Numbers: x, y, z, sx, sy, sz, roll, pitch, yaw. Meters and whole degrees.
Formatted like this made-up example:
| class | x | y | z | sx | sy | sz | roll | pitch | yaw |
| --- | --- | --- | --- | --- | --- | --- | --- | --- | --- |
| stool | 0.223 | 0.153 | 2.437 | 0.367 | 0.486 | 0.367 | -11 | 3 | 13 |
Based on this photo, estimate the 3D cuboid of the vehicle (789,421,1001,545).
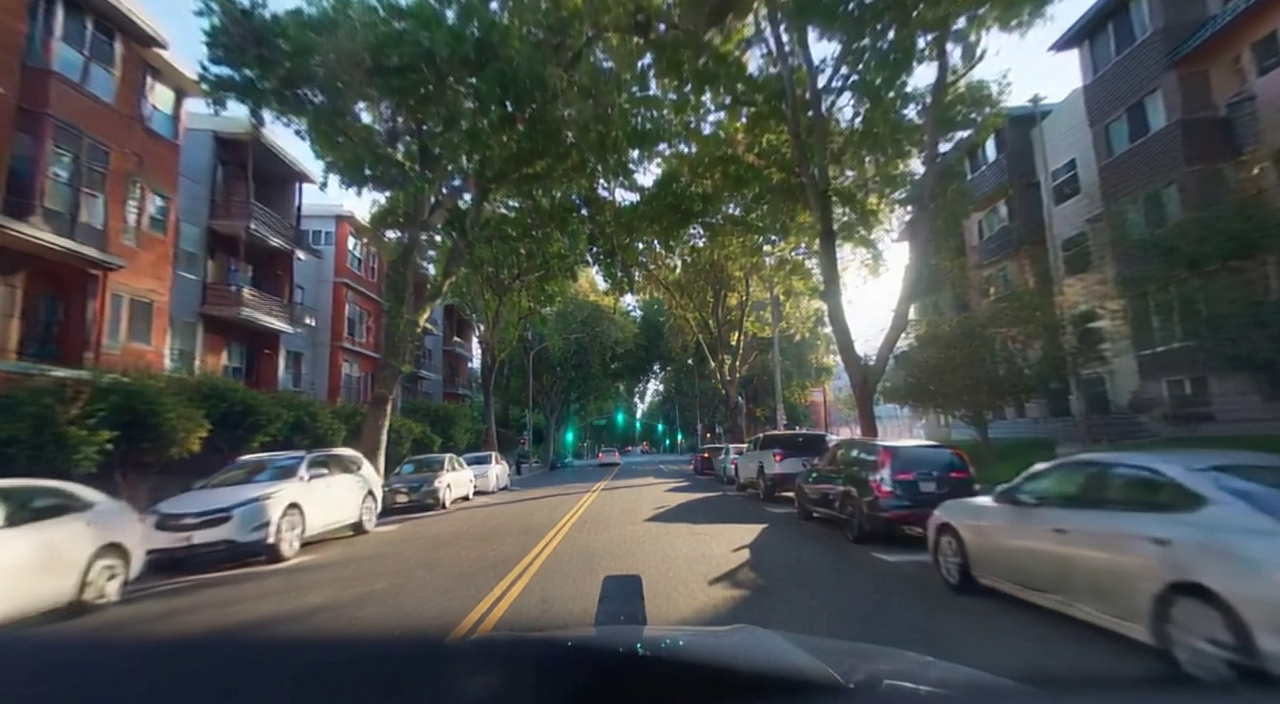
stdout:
| class | x | y | z | sx | sy | sz | roll | pitch | yaw |
| --- | --- | --- | --- | --- | --- | --- | --- | --- | --- |
| vehicle | 3.992 | 2.098 | 10.803 | 1.782 | 1.669 | 4.226 | 0 | -8 | -1 |

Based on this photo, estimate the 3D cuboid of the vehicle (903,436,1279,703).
| class | x | y | z | sx | sy | sz | roll | pitch | yaw |
| --- | --- | --- | --- | --- | --- | --- | --- | --- | --- |
| vehicle | 3.816 | 1.354 | 4.680 | 1.696 | 1.416 | 4.585 | 0 | -8 | -1 |

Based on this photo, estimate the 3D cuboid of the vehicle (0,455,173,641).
| class | x | y | z | sx | sy | sz | roll | pitch | yaw |
| --- | --- | --- | --- | --- | --- | --- | --- | --- | --- |
| vehicle | -6.041 | 1.643 | 4.805 | 1.765 | 1.426 | 4.349 | -6 | -8 | -1 |

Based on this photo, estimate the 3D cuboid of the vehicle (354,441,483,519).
| class | x | y | z | sx | sy | sz | roll | pitch | yaw |
| --- | --- | --- | --- | --- | --- | --- | --- | --- | --- |
| vehicle | -5.870 | 3.380 | 17.307 | 1.929 | 1.681 | 4.216 | -6 | -8 | 0 |

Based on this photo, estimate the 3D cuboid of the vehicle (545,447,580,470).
| class | x | y | z | sx | sy | sz | roll | pitch | yaw |
| --- | --- | --- | --- | --- | --- | --- | --- | --- | --- |
| vehicle | -5.773 | 7.983 | 47.505 | 1.947 | 1.473 | 4.397 | -4 | -8 | 1 |

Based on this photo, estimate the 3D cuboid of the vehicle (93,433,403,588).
| class | x | y | z | sx | sy | sz | roll | pitch | yaw |
| --- | --- | --- | --- | --- | --- | --- | --- | --- | --- |
| vehicle | -5.969 | 2.386 | 10.494 | 2.077 | 1.756 | 4.665 | -7 | -9 | 1 |
